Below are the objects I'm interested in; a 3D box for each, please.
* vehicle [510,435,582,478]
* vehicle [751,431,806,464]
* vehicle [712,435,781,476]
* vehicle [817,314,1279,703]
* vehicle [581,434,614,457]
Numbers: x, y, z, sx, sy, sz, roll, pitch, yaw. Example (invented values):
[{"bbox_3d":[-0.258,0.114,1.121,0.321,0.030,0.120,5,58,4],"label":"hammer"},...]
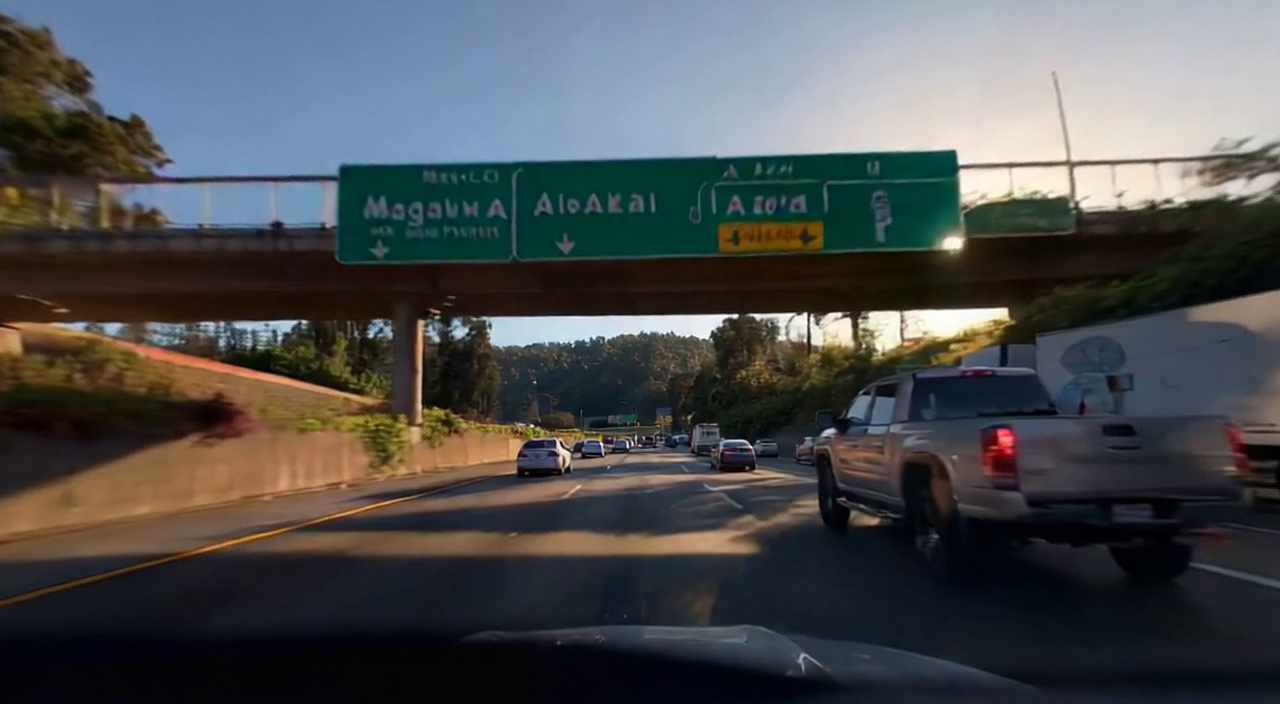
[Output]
[{"bbox_3d":[-3.469,3.925,23.993,1.978,1.473,4.073,0,-8,2],"label":"vehicle"},{"bbox_3d":[7.740,5.403,35.686,2.041,1.712,4.374,0,-8,-1],"label":"vehicle"},{"bbox_3d":[4.079,4.030,24.783,1.953,1.480,4.053,0,-8,-1],"label":"vehicle"},{"bbox_3d":[3.715,1.161,5.867,2.517,1.935,5.552,0,-8,0],"label":"vehicle"},{"bbox_3d":[-3.123,6.979,47.143,2.020,1.628,4.248,0,-8,1],"label":"vehicle"}]
